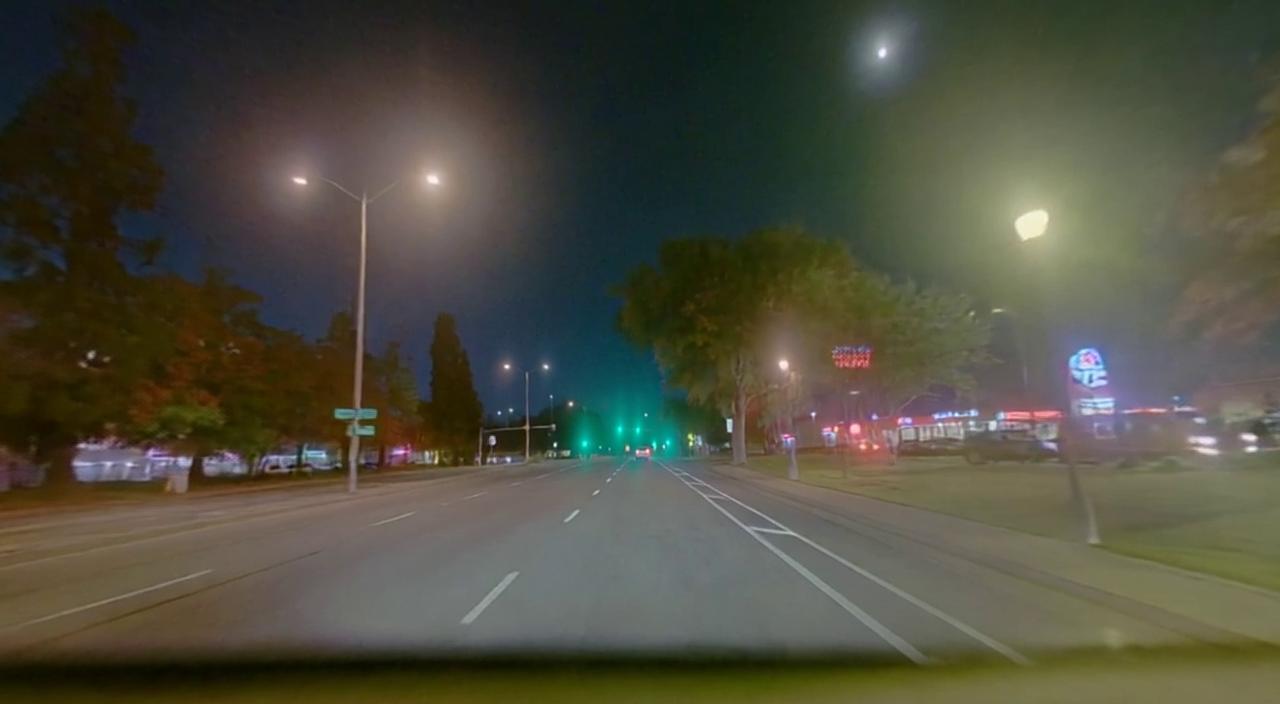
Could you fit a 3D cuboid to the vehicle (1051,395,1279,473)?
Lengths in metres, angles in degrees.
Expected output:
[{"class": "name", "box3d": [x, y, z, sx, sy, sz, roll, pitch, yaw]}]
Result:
[{"class": "vehicle", "box3d": [13.964, 2.210, 16.934, 4.514, 1.929, 1.991, 0, -8, -4]}]
